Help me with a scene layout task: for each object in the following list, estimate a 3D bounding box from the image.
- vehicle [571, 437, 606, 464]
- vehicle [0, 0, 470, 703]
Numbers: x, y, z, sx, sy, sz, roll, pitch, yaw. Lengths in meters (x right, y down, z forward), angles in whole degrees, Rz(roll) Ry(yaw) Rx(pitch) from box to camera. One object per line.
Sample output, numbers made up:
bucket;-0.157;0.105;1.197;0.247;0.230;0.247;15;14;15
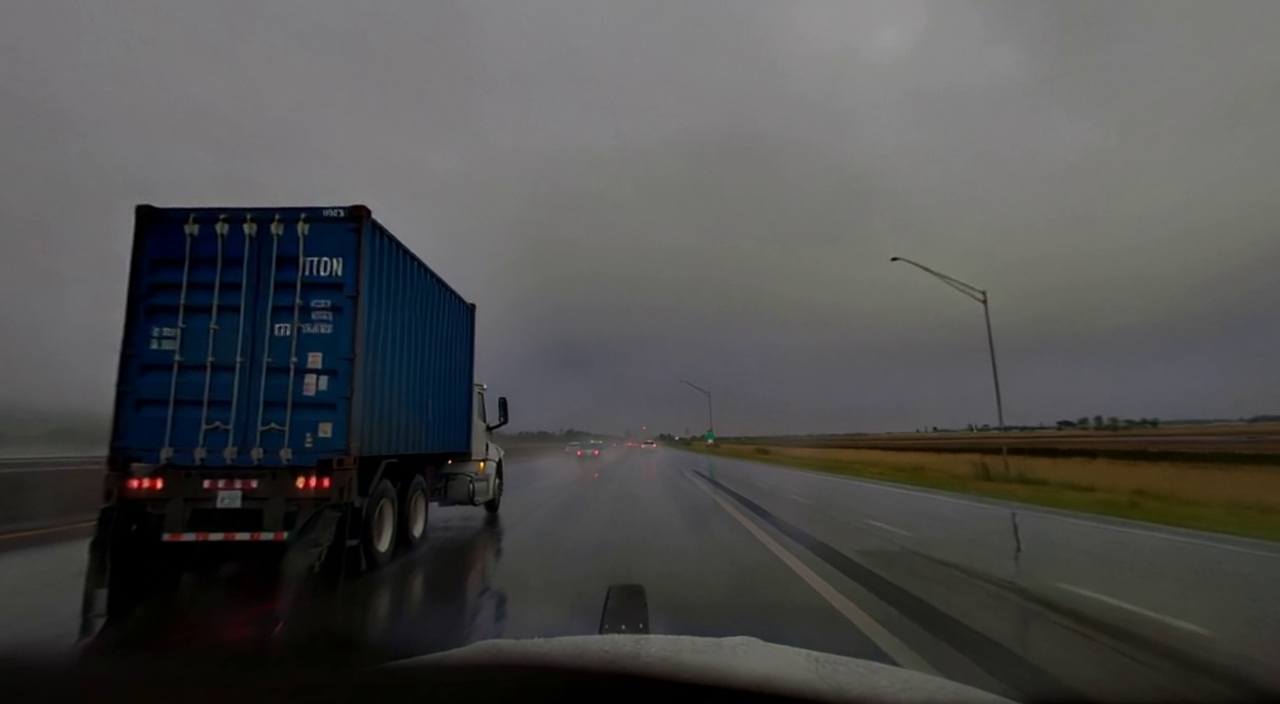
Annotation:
vehicle;-3.447;6.727;43.126;1.995;1.745;4.187;0;-8;1
vehicle;-4.020;-0.255;2.281;2.840;4.032;13.388;0;-8;1
